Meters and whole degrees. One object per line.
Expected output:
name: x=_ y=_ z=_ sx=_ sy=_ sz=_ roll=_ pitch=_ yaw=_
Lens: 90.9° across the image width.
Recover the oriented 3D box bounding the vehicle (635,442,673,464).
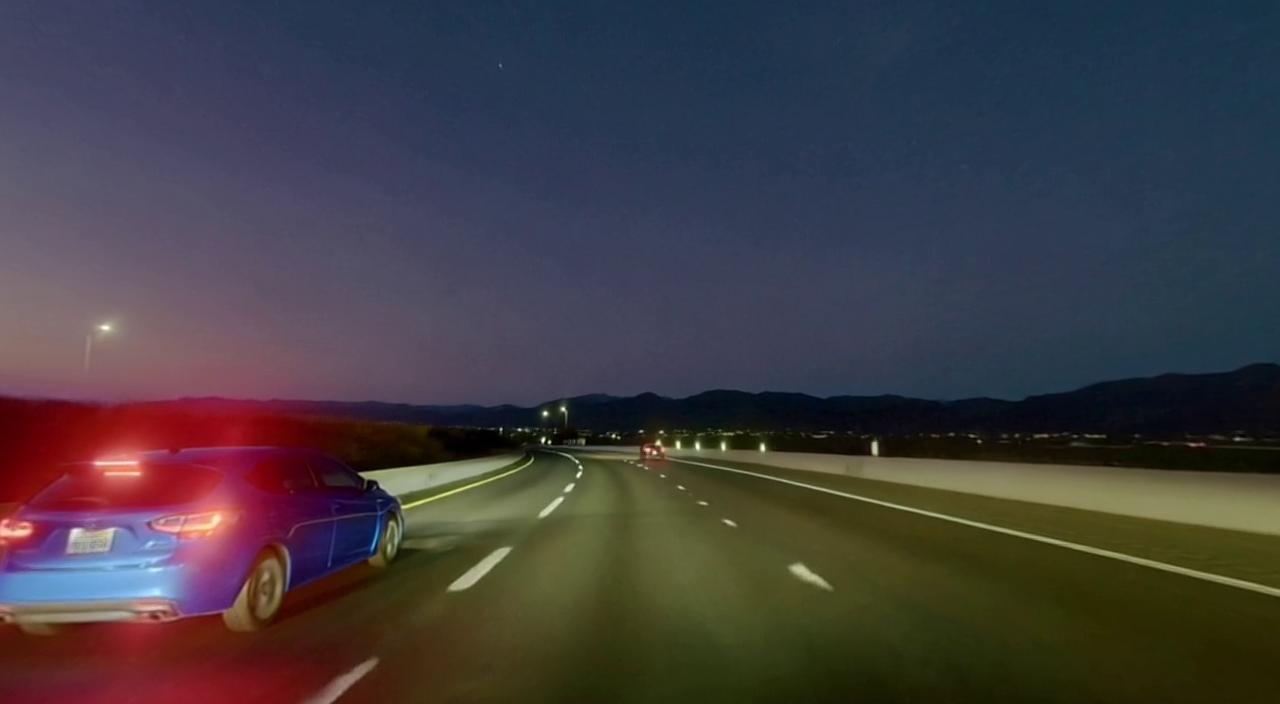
vehicle: x=0.917 y=7.214 z=44.949 sx=1.985 sy=1.440 sz=4.466 roll=1 pitch=-9 yaw=-8
